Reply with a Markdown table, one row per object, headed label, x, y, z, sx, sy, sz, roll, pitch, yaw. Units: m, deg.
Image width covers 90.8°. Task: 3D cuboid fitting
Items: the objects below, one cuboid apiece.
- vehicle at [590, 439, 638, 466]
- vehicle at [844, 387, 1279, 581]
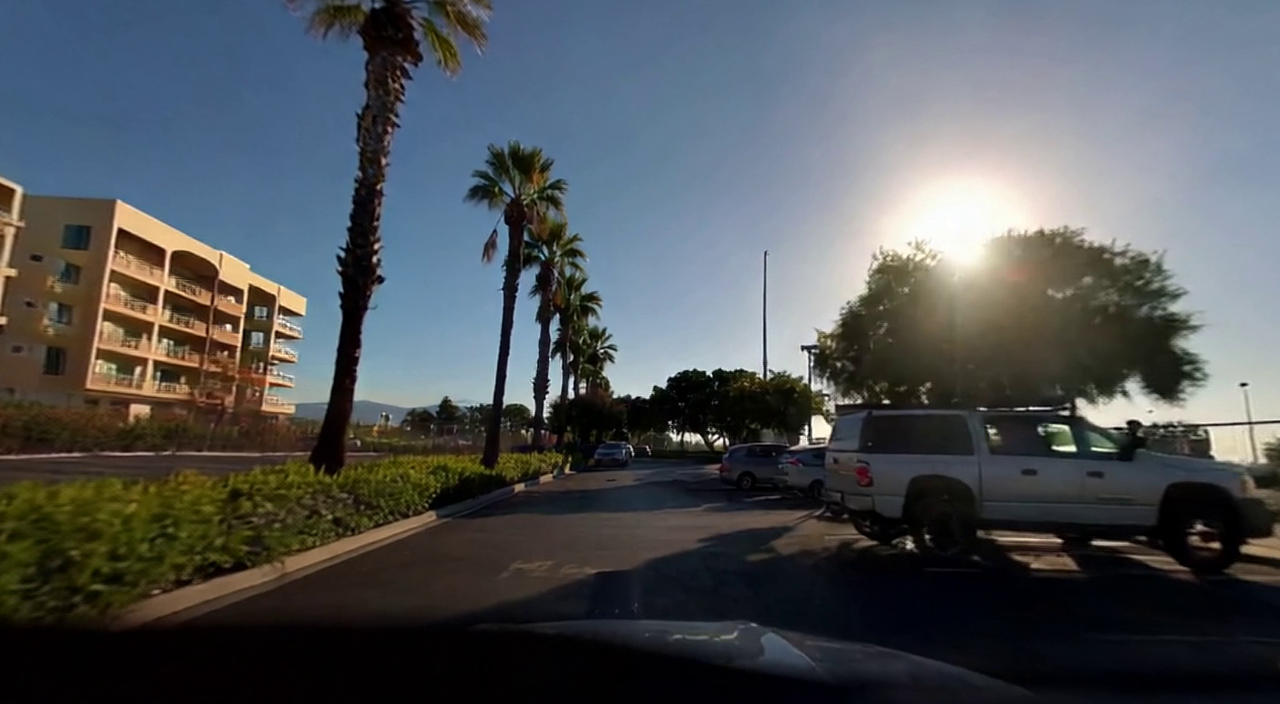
| label | x | y | z | sx | sy | sz | roll | pitch | yaw |
| --- | --- | --- | --- | --- | --- | --- | --- | --- | --- |
| vehicle | -1.982 | 7.483 | 47.274 | 2.073 | 1.791 | 4.365 | 7 | -9 | -23 |
| vehicle | 5.039 | 1.501 | 7.464 | 4.609 | 1.734 | 1.909 | 3 | -8 | 1 |
